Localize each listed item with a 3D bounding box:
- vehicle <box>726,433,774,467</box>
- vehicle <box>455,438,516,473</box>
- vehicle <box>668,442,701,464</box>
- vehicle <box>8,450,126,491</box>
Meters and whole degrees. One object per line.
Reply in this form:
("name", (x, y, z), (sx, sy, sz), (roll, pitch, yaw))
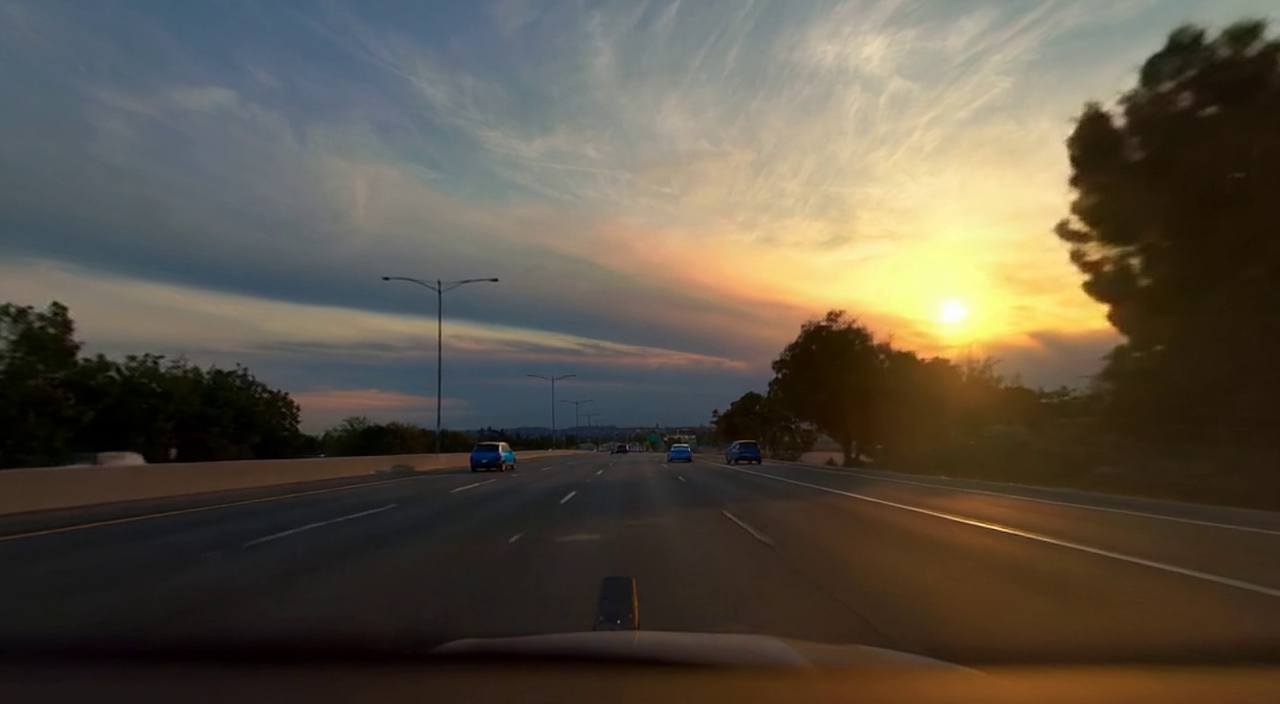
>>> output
("vehicle", (6.852, 6.169, 39.859), (2.065, 1.953, 4.605), (0, -8, -1))
("vehicle", (-8.160, 5.500, 33.951), (2.083, 1.696, 5.464), (1, -8, -2))
("vehicle", (3.114, 7.207, 45.273), (2.000, 1.533, 3.770), (0, -8, -1))
("vehicle", (-25.752, 5.316, 28.590), (1.969, 1.614, 3.564), (1, -8, -1))
